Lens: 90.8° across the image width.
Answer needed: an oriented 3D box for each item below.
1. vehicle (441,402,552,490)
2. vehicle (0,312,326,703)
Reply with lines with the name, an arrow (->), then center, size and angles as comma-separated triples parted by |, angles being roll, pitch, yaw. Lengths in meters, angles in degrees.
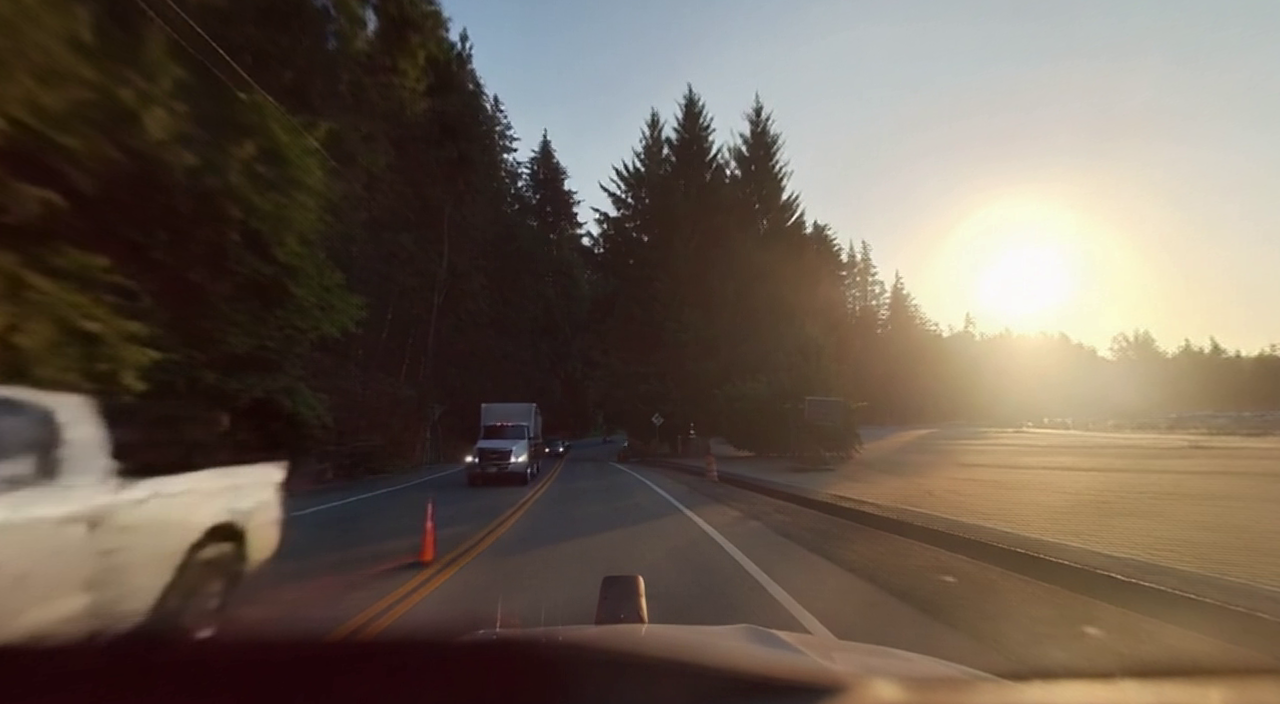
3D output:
vehicle -> -4.821, 3.398, 22.969 | 2.939, 2.556, 8.664 | 1, -8, -6
vehicle -> -3.395, 0.802, 2.597 | 2.057, 1.792, 4.457 | 0, -8, -3
